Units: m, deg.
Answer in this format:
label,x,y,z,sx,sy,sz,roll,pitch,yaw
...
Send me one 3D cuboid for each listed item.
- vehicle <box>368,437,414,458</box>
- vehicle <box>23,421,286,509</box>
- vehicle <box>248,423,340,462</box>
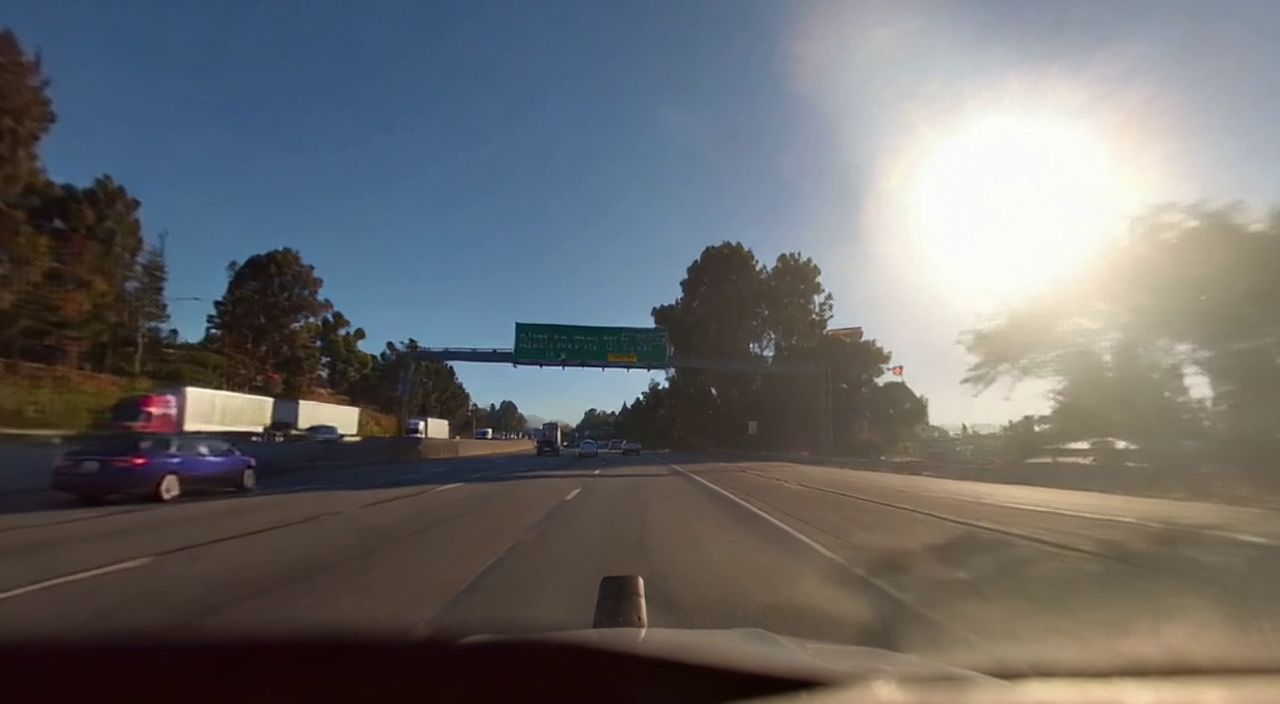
label,x,y,z,sx,sy,sz,roll,pitch,yaw
vehicle,-18.221,6.959,46.305,1.830,1.457,3.972,0,-8,-1
vehicle,-10.549,2.471,14.380,2.197,1.654,4.823,0,-8,-1
vehicle,-17.696,4.654,32.588,2.177,1.876,4.674,0,-8,-1
